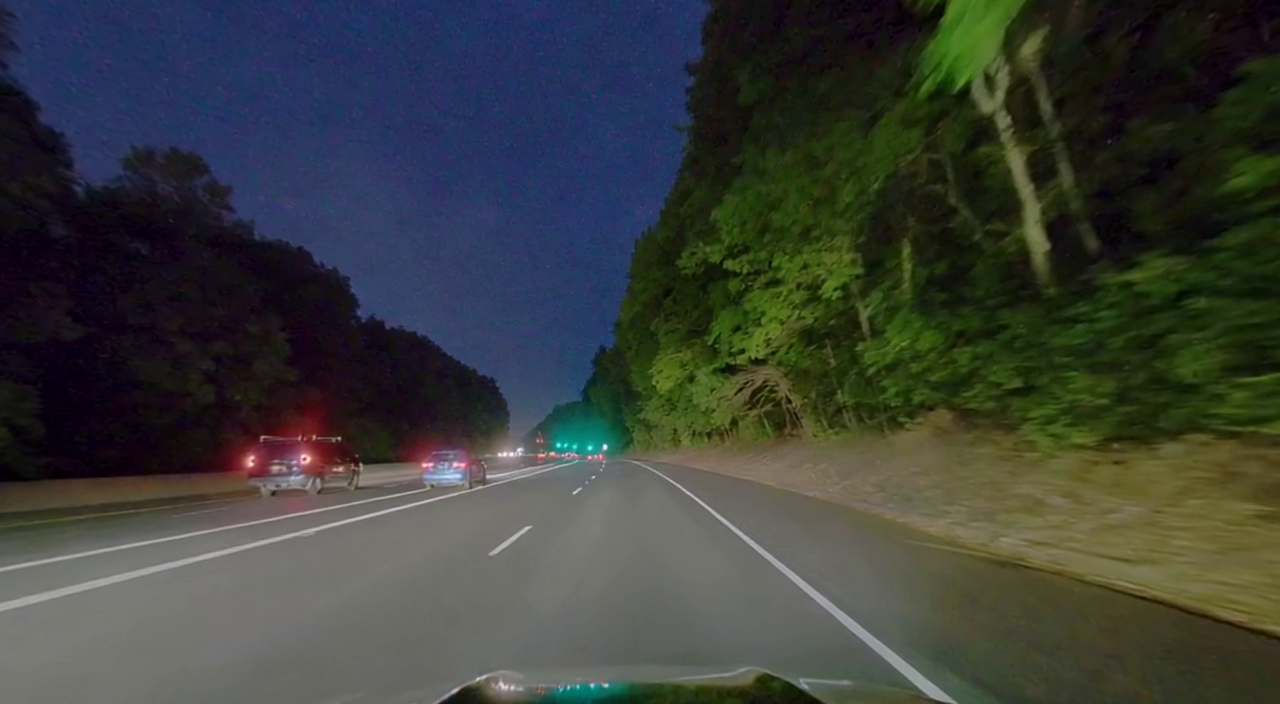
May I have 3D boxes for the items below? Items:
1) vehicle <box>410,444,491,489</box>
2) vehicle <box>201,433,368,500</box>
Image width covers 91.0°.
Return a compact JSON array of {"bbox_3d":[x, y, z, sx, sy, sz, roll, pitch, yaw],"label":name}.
[{"bbox_3d":[-7.624,4.627,25.775,2.060,1.680,4.255,0,-9,-1],"label":"vehicle"},{"bbox_3d":[-11.636,3.784,21.285,2.425,1.926,5.584,0,-9,0],"label":"vehicle"}]
